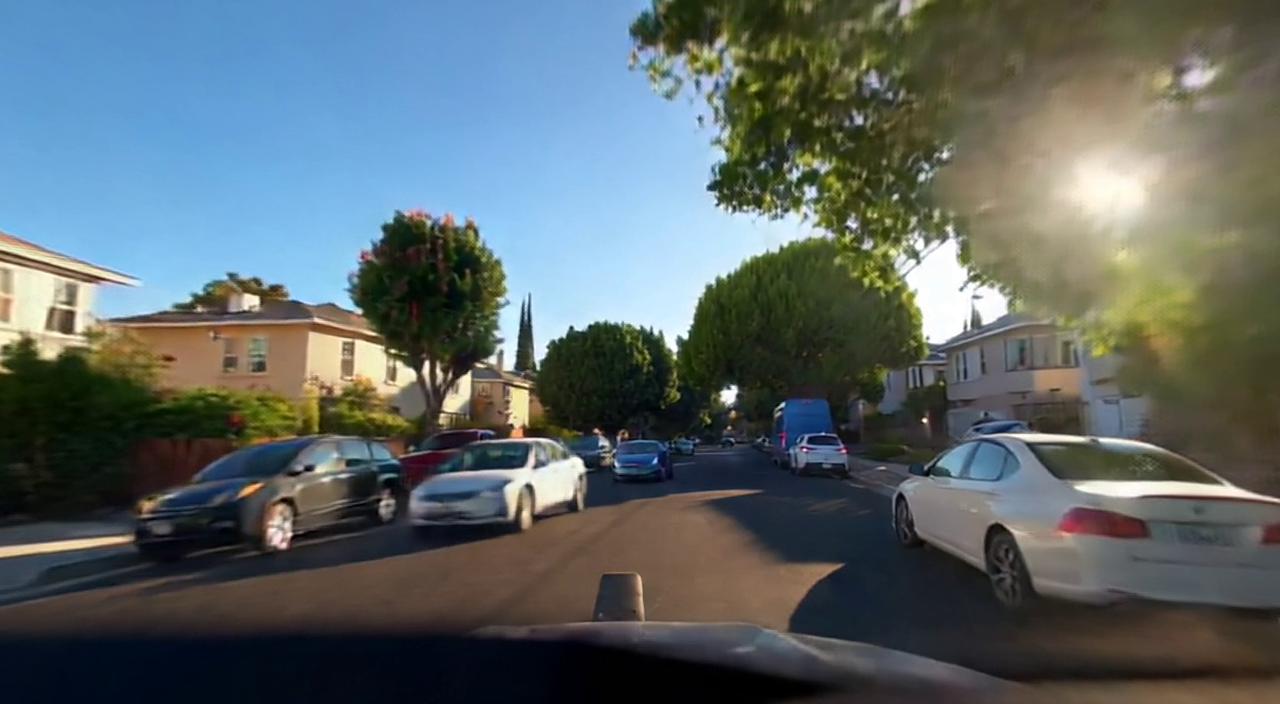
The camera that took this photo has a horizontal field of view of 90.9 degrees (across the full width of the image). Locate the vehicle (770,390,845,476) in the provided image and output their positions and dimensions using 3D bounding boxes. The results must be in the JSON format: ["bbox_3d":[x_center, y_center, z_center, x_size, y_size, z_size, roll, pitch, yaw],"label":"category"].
[{"bbox_3d":[6.745,3.379,26.154,2.317,3.096,6.383,-1,-8,9],"label":"vehicle"}]

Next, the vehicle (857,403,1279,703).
[{"bbox_3d":[3.439,1.326,5.562,2.052,1.499,4.699,-1,-8,9],"label":"vehicle"}]

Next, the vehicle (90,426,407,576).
[{"bbox_3d":[-4.997,1.857,8.791,1.828,1.488,3.785,-3,-6,5],"label":"vehicle"}]

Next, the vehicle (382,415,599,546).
[{"bbox_3d":[-2.134,1.966,10.452,1.959,1.670,4.255,-2,-8,10],"label":"vehicle"}]

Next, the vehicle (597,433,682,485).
[{"bbox_3d":[0.088,3.401,20.477,1.889,1.505,3.849,-2,-8,13],"label":"vehicle"}]

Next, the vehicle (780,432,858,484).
[{"bbox_3d":[5.748,3.404,20.766,1.955,1.500,4.410,-1,-8,9],"label":"vehicle"}]
